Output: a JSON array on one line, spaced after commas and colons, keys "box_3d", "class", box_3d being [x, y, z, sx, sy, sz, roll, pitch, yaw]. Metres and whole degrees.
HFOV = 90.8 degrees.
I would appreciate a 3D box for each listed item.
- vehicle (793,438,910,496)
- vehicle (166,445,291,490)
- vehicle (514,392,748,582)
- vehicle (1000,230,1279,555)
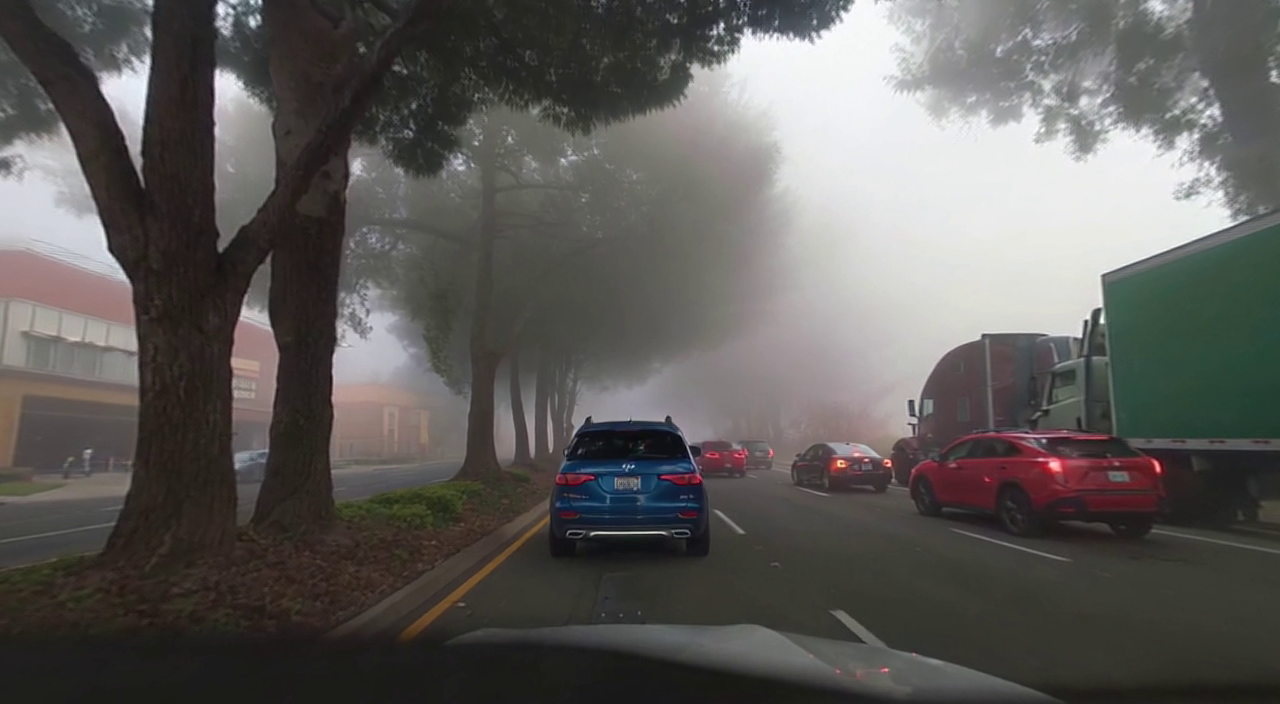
[{"box_3d": [6.250, 3.452, 19.327, 2.035, 1.553, 4.465, 0, -9, 0], "class": "vehicle"}, {"box_3d": [-19.269, 5.405, 29.994, 2.302, 1.939, 5.221, 0, -9, 1], "class": "vehicle"}, {"box_3d": [-0.124, 1.659, 8.463, 2.320, 1.880, 4.192, 0, -9, -1], "class": "vehicle"}, {"box_3d": [9.976, 0.169, 5.977, 2.879, 4.284, 17.334, 0, -9, 0], "class": "vehicle"}]
